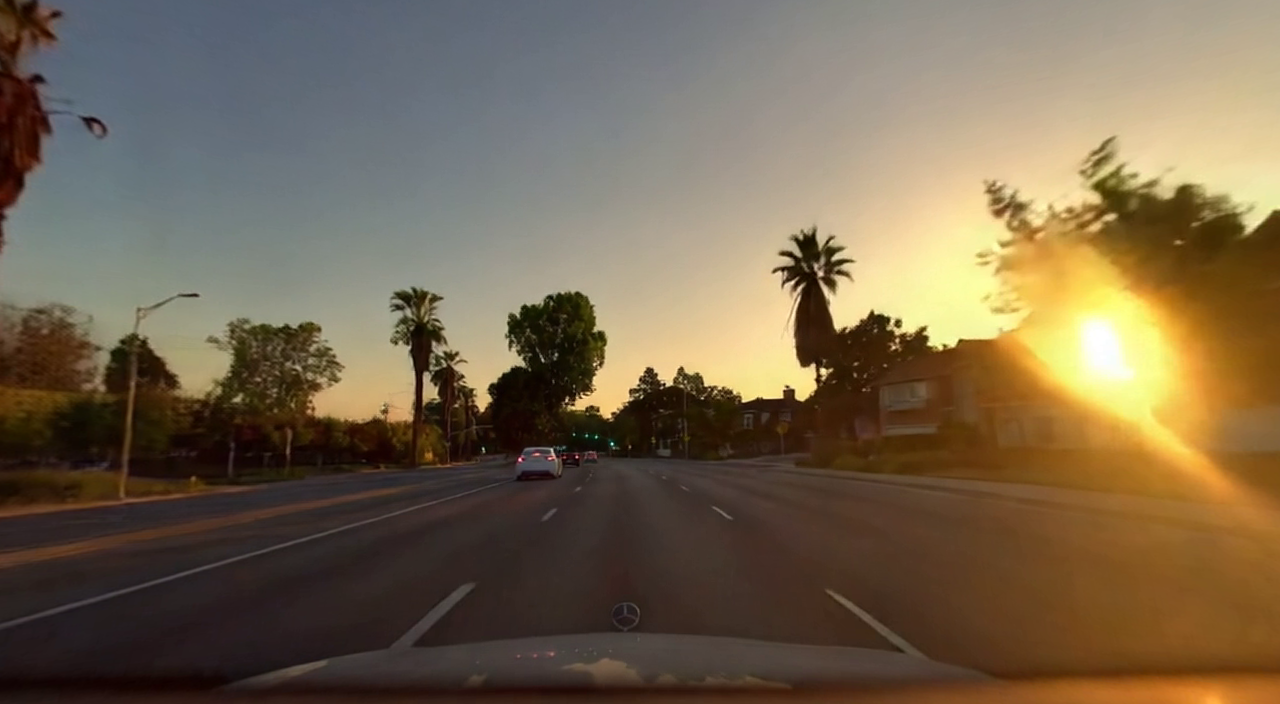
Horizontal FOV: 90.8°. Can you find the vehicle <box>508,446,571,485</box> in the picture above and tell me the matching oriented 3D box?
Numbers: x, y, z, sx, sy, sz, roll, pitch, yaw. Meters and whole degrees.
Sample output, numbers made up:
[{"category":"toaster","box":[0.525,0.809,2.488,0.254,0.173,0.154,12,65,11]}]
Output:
[{"category":"vehicle","box":[-4.196,4.810,27.174,2.108,1.475,4.555,0,-8,-2]}]
